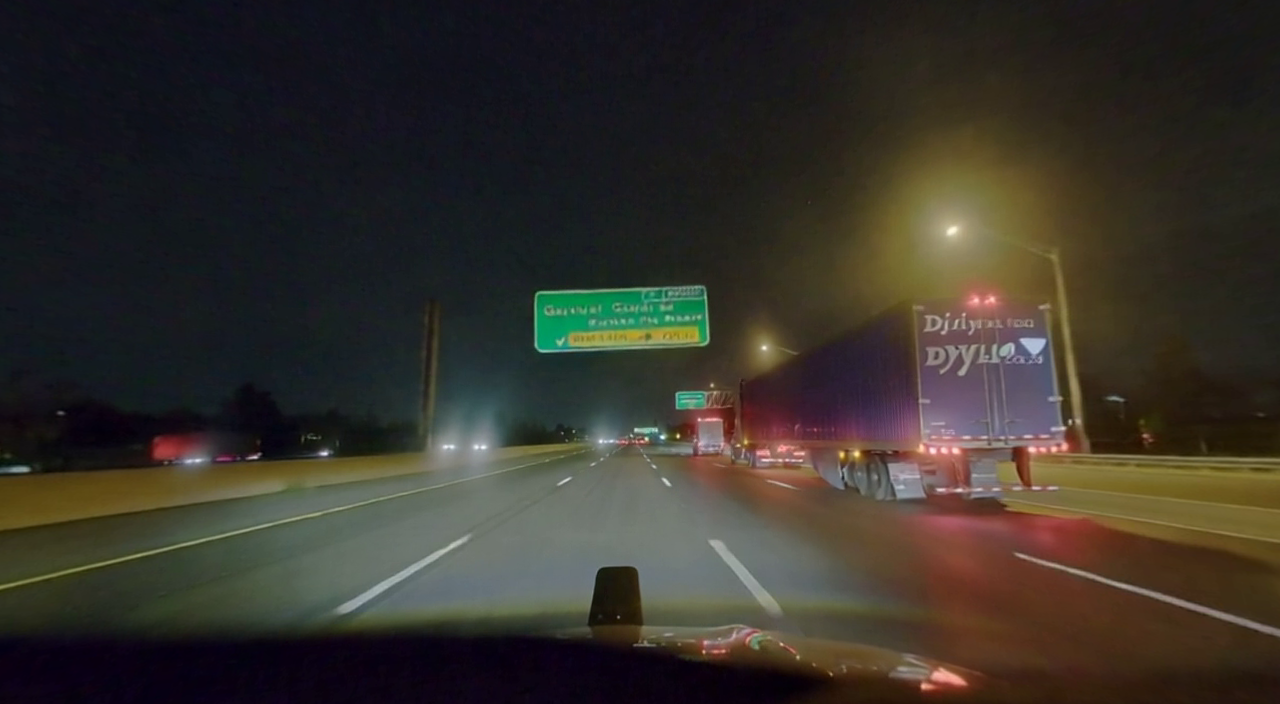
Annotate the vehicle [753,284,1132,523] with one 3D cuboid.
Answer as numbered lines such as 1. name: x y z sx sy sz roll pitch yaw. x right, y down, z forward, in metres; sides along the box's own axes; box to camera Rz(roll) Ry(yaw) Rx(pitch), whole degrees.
1. vehicle: 6.359 1.954 18.473 2.962 3.947 16.241 0 -8 -1
